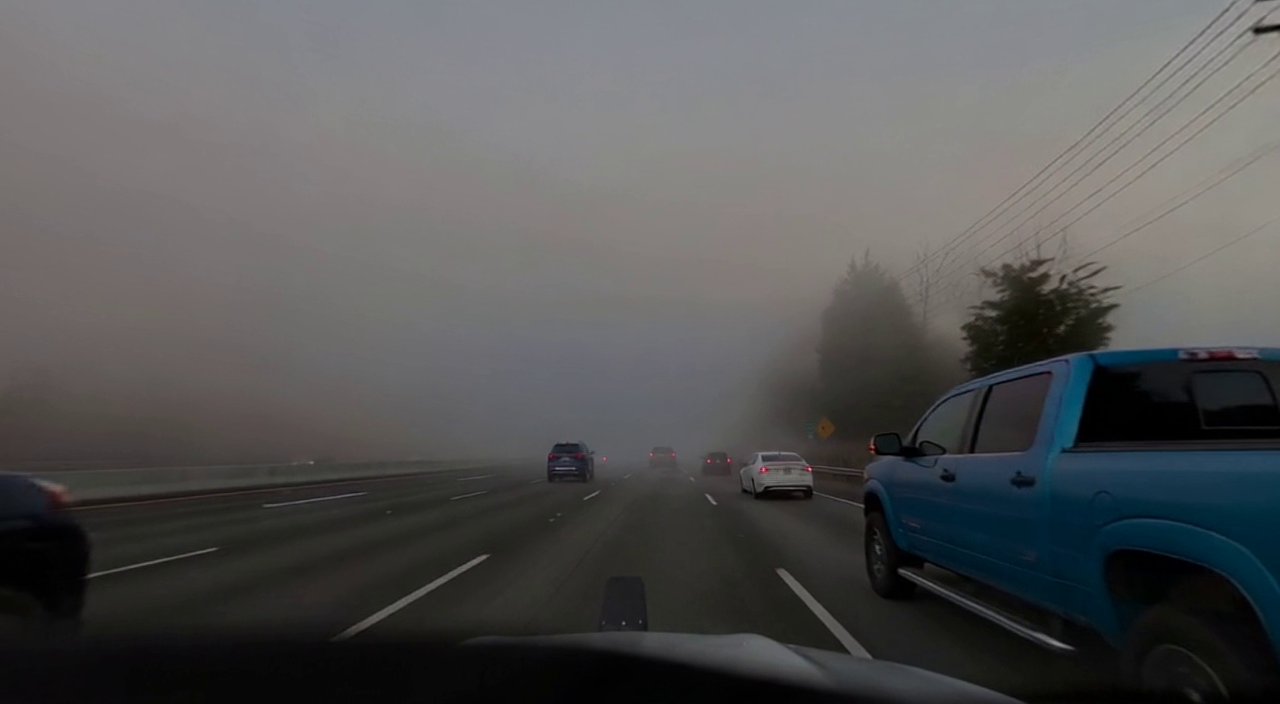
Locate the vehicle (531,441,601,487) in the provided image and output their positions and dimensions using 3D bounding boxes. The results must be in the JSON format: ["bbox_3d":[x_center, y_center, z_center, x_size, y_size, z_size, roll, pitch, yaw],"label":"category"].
[{"bbox_3d":[-3.005,4.664,26.660,2.209,1.714,4.576,-1,-8,3],"label":"vehicle"}]

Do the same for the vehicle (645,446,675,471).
[{"bbox_3d":[1.413,7.527,44.838,2.080,1.682,4.150,0,-8,2],"label":"vehicle"}]

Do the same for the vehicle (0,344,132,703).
[{"bbox_3d":[-3.974,0.622,1.137,2.146,1.775,4.553,-1,-8,3],"label":"vehicle"}]

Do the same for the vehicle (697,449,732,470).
[{"bbox_3d":[5.454,7.909,46.657,2.072,1.456,4.537,0,-8,1],"label":"vehicle"}]

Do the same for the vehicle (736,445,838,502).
[{"bbox_3d":[4.325,3.623,19.342,2.111,1.498,4.466,0,-8,1],"label":"vehicle"}]

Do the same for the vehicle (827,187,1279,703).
[{"bbox_3d":[3.459,0.856,3.646,3.024,2.092,6.797,-1,-8,3],"label":"vehicle"}]
